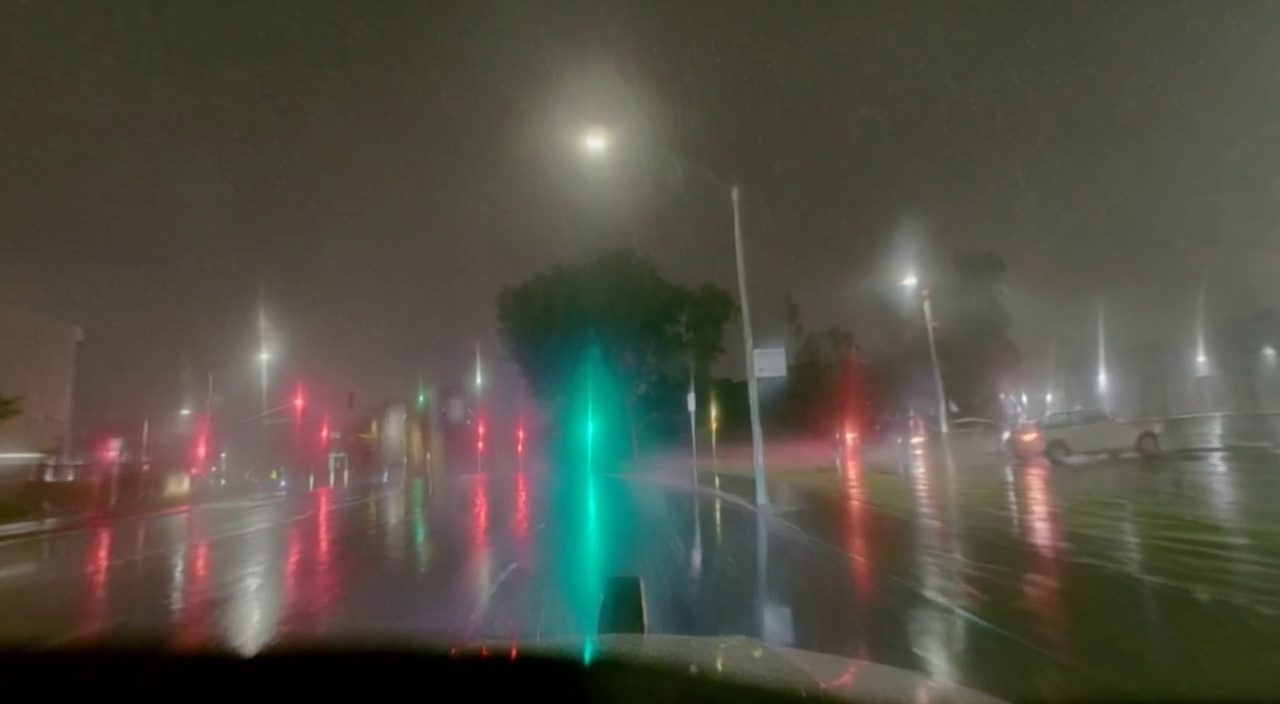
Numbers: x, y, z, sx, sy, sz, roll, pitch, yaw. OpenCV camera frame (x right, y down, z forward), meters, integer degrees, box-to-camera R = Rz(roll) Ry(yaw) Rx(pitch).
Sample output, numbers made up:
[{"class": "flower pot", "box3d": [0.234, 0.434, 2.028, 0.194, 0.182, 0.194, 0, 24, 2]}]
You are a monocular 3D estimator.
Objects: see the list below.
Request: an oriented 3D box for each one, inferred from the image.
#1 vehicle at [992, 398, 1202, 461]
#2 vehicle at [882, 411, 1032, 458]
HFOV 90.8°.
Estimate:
[{"class": "vehicle", "box3d": [12.341, 2.145, 17.239, 4.332, 1.581, 2.028, 1, -9, -9]}, {"class": "vehicle", "box3d": [11.269, 2.966, 22.573, 4.400, 1.584, 1.964, 1, -9, -11]}]
